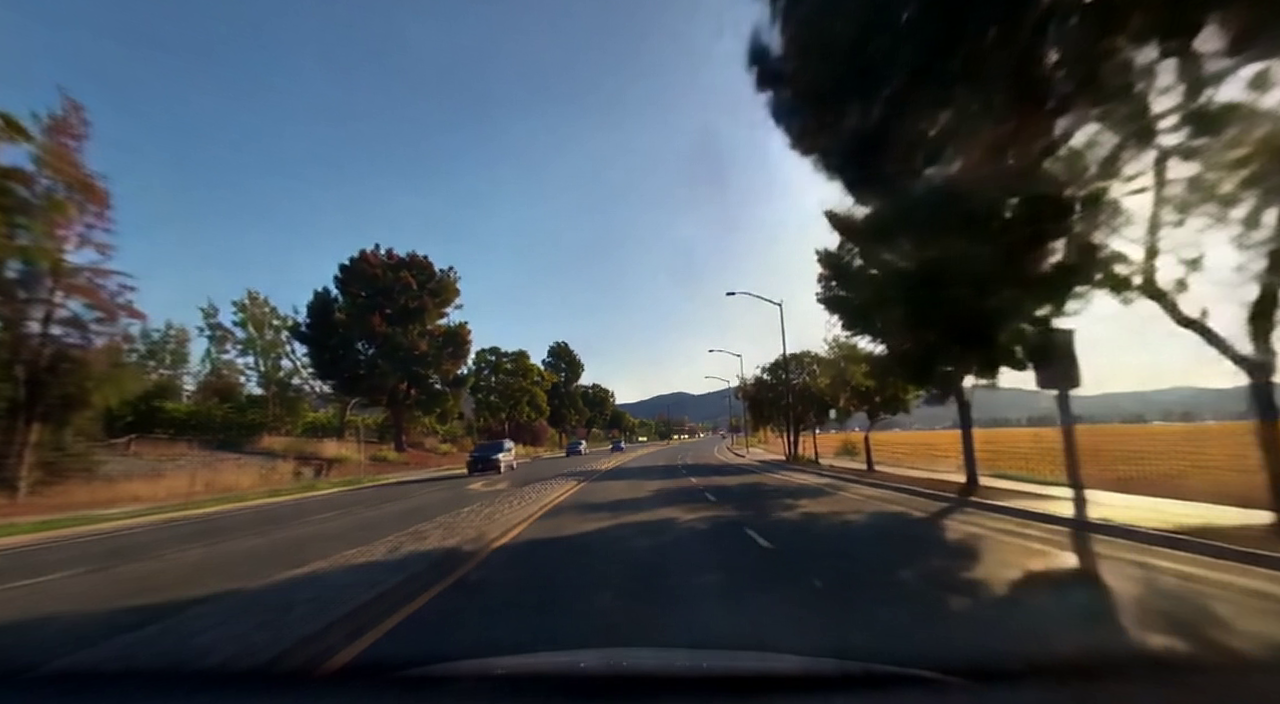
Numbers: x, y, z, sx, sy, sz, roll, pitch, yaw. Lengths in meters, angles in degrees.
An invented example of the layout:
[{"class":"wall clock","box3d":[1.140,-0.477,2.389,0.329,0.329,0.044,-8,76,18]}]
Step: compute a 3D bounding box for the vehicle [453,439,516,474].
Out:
[{"class":"vehicle","box3d":[-8.099,5.477,33.401,2.058,1.680,4.315,0,-8,2]}]
